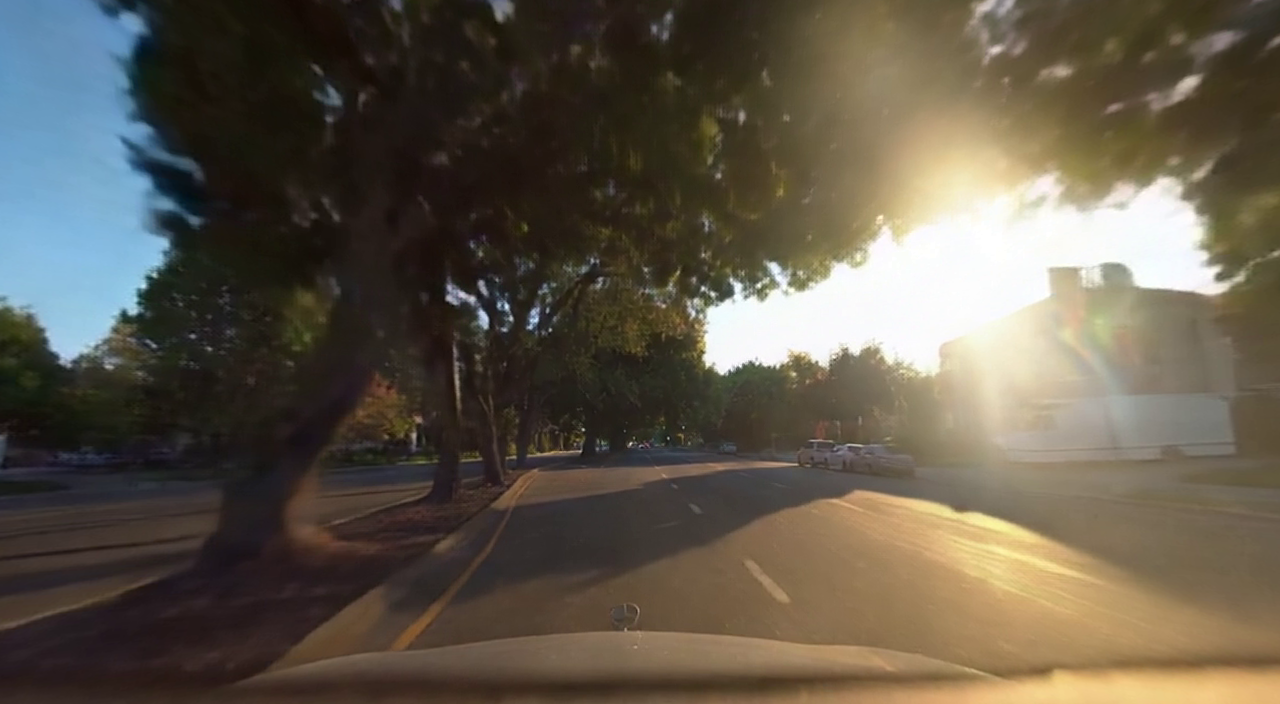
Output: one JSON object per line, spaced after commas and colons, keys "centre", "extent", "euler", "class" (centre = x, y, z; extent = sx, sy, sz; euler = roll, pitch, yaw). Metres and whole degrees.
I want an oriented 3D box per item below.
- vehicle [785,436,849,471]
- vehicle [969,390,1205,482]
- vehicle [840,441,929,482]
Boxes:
{"centre": [10.031, 5.796, 36.299], "extent": [2.092, 1.848, 4.879], "euler": [0, -8, -2], "class": "vehicle"}
{"centre": [17.101, 3.269, 24.585], "extent": [6.927, 3.298, 2.751], "euler": [0, -8, 0], "class": "vehicle"}
{"centre": [10.286, 4.618, 26.933], "extent": [1.931, 1.565, 4.043], "euler": [1, -9, -4], "class": "vehicle"}
